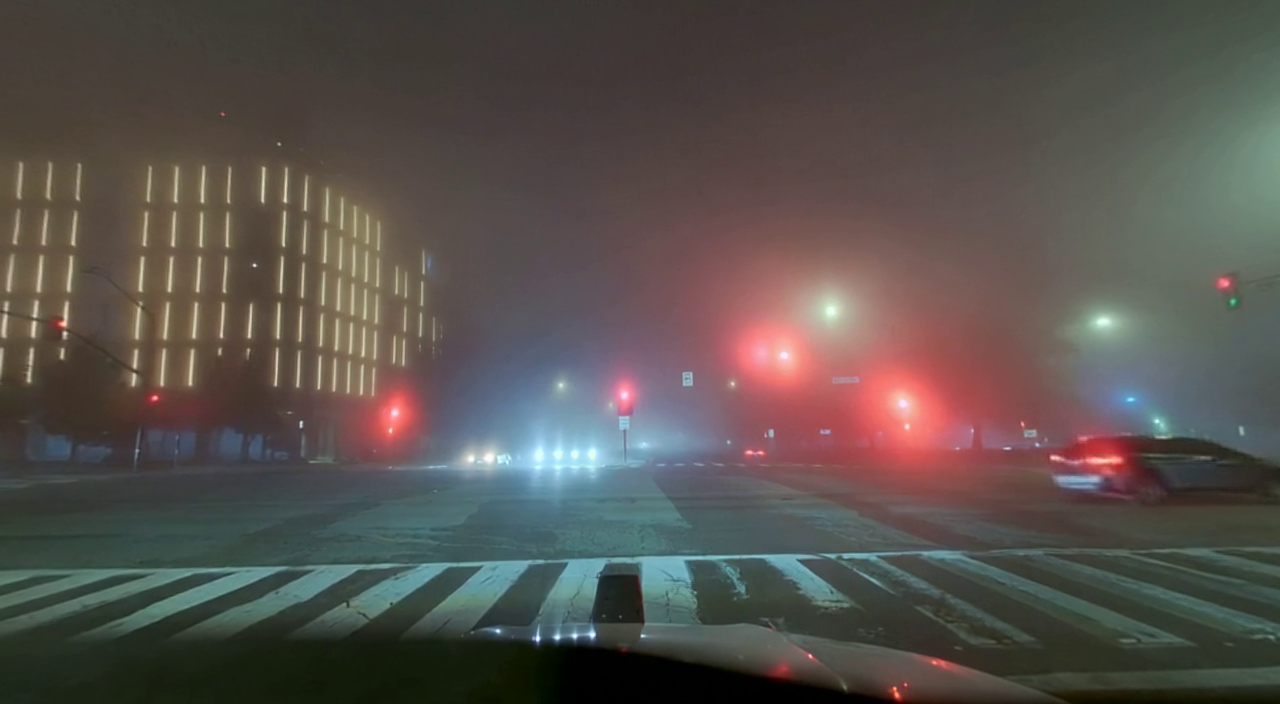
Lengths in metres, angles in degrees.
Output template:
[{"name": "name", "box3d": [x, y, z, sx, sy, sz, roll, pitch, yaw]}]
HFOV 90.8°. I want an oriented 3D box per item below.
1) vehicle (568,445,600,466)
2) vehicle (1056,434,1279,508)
[{"name": "vehicle", "box3d": [-4.336, 8.128, 49.754, 2.130, 1.613, 4.121, 0, -8, 0]}, {"name": "vehicle", "box3d": [13.742, 2.982, 16.202, 4.853, 1.719, 1.986, 1, -8, -7]}]
